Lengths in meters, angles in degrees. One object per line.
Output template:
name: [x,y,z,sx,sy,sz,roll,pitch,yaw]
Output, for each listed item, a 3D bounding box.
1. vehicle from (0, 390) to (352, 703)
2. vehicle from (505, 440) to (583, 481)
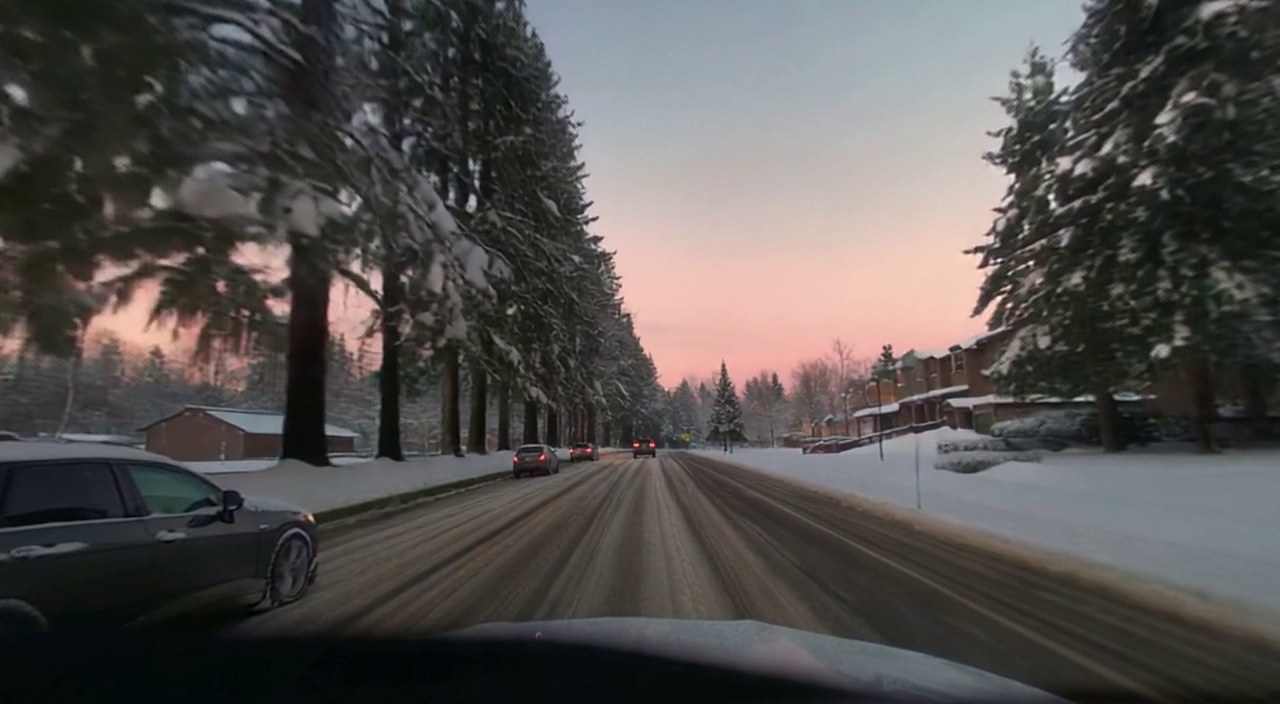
vehicle: [-4.110,1.100,3.942,2.190,1.545,4.943,0,-8,1]
vehicle: [-3.685,4.291,25.248,2.188,1.473,4.651,0,-8,3]
